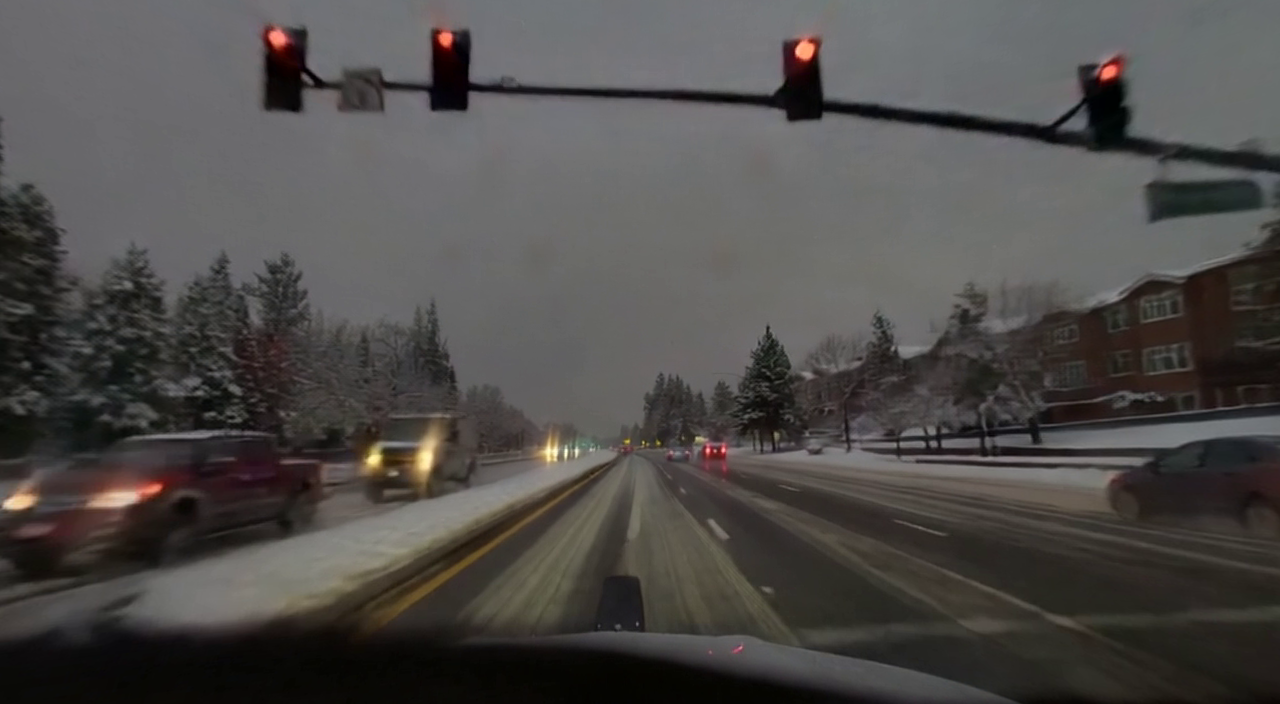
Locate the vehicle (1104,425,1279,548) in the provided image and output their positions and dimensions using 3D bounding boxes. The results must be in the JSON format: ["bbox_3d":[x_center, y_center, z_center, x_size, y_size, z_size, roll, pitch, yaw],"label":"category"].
[{"bbox_3d":[9.398,1.918,9.274,1.798,1.621,4.304,0,-8,-1],"label":"vehicle"}]

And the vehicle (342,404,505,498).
[{"bbox_3d":[-5.697,2.752,17.771,2.425,2.167,5.888,0,-8,1],"label":"vehicle"}]

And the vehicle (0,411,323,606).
[{"bbox_3d":[-5.659,1.588,7.170,1.986,1.502,4.224,-4,-8,0],"label":"vehicle"}]

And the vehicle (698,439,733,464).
[{"bbox_3d":[5.712,7.584,48.224,1.946,1.773,4.641,0,-8,-2],"label":"vehicle"}]

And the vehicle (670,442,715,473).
[{"bbox_3d":[2.766,5.688,34.275,1.917,1.538,4.259,0,-8,-2],"label":"vehicle"}]
